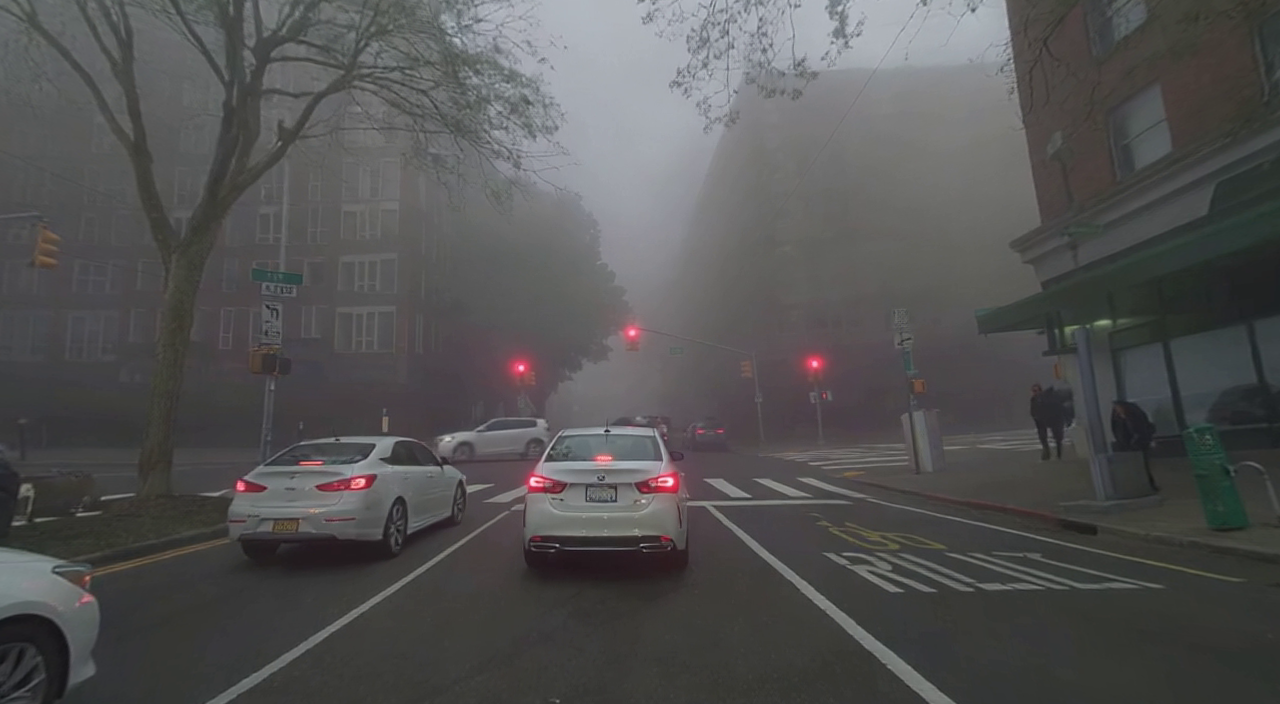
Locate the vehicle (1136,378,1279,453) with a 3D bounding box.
[{"bbox_3d":[21.628,2.355,22.871,5.863,2.493,2.354,2,-9,-12],"label":"vehicle"}]

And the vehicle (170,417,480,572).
[{"bbox_3d":[-3.688,1.740,8.498,1.934,1.522,4.287,0,-8,0],"label":"vehicle"}]

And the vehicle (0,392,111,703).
[{"bbox_3d":[-3.918,0.705,1.181,1.995,1.524,4.438,0,-8,0],"label":"vehicle"}]

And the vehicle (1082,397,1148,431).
[{"bbox_3d":[26.310,3.478,34.929,4.392,1.667,1.958,7,-11,-42],"label":"vehicle"}]

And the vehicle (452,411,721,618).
[{"bbox_3d":[-0.415,1.499,6.728,1.999,1.520,3.896,0,-8,-1],"label":"vehicle"}]
